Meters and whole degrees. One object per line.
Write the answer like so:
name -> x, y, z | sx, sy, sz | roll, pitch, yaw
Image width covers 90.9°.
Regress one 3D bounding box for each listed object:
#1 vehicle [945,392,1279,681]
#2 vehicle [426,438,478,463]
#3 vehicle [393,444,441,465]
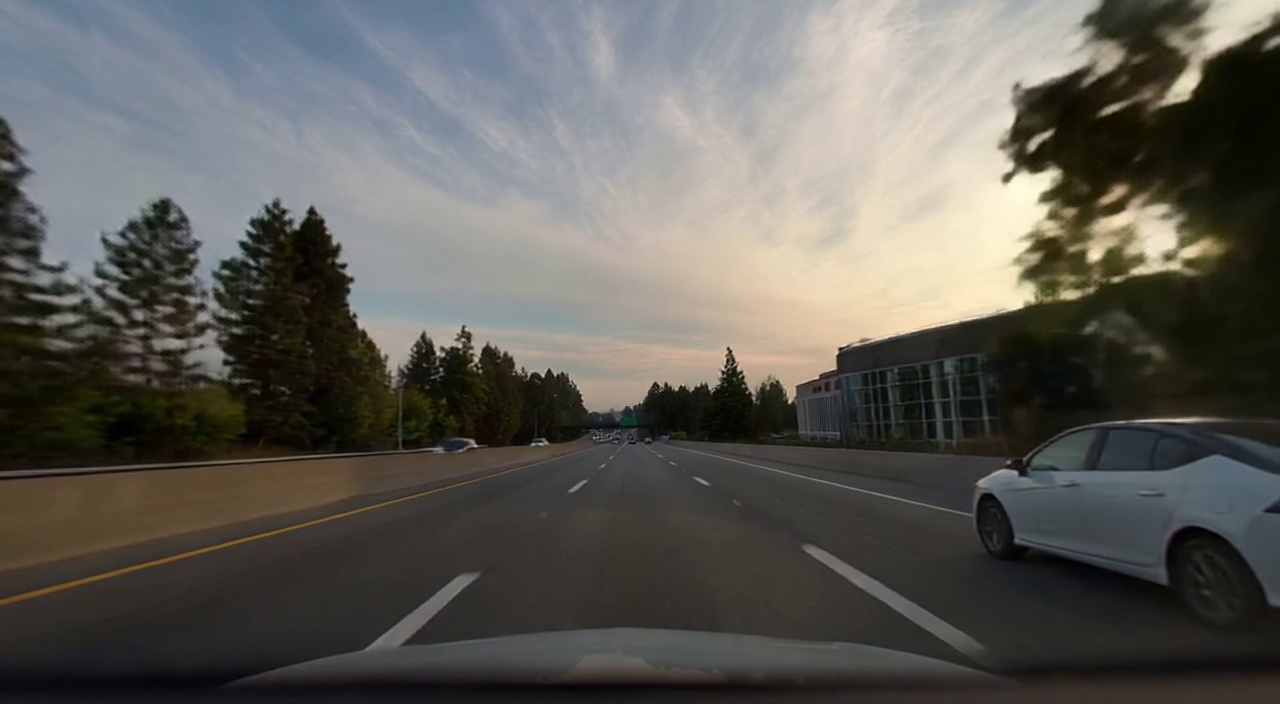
vehicle -> 4.577, 1.206, 4.814 | 2.095, 1.587, 4.638 | 0, -8, -1
vehicle -> -12.196, 6.387, 41.186 | 1.998, 1.519, 4.537 | 0, -8, 0
vehicle -> -16.597, 7.618, 47.096 | 2.045, 1.448, 4.278 | 0, -8, 0
